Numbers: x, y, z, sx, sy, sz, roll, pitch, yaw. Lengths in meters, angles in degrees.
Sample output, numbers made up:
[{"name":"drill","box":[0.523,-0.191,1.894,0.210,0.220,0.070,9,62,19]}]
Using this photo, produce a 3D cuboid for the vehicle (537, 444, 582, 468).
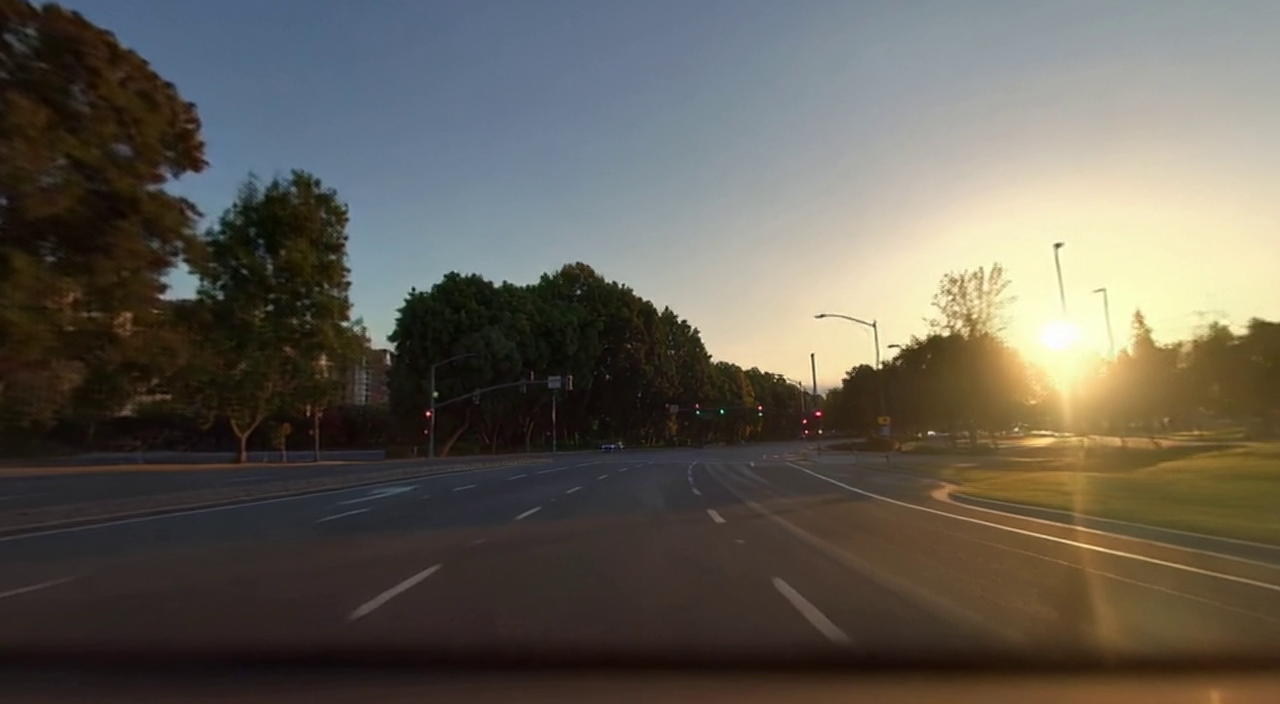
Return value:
[{"name":"vehicle","box":[-5.311,6.944,42.268,1.893,1.503,4.309,-2,-9,9]}]
